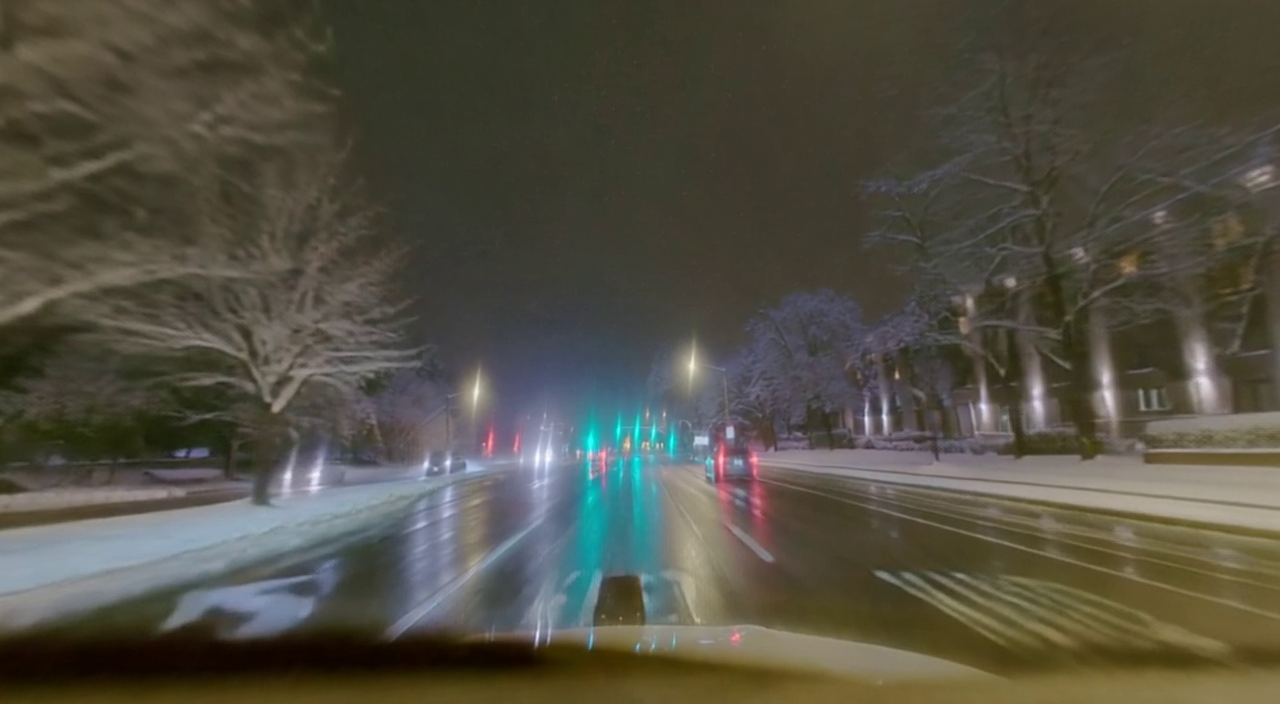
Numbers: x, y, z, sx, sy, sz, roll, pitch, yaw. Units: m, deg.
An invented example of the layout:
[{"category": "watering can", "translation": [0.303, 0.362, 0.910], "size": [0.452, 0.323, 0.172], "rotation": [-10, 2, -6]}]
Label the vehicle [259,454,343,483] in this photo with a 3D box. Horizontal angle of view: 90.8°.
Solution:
[{"category": "vehicle", "translation": [-23.245, 7.972, 43.458], "size": [2.025, 1.792, 4.643], "rotation": [-5, -10, 29]}]

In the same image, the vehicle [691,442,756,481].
[{"category": "vehicle", "translation": [3.325, 4.447, 26.056], "size": [1.966, 1.449, 4.290], "rotation": [0, -8, -2]}]
